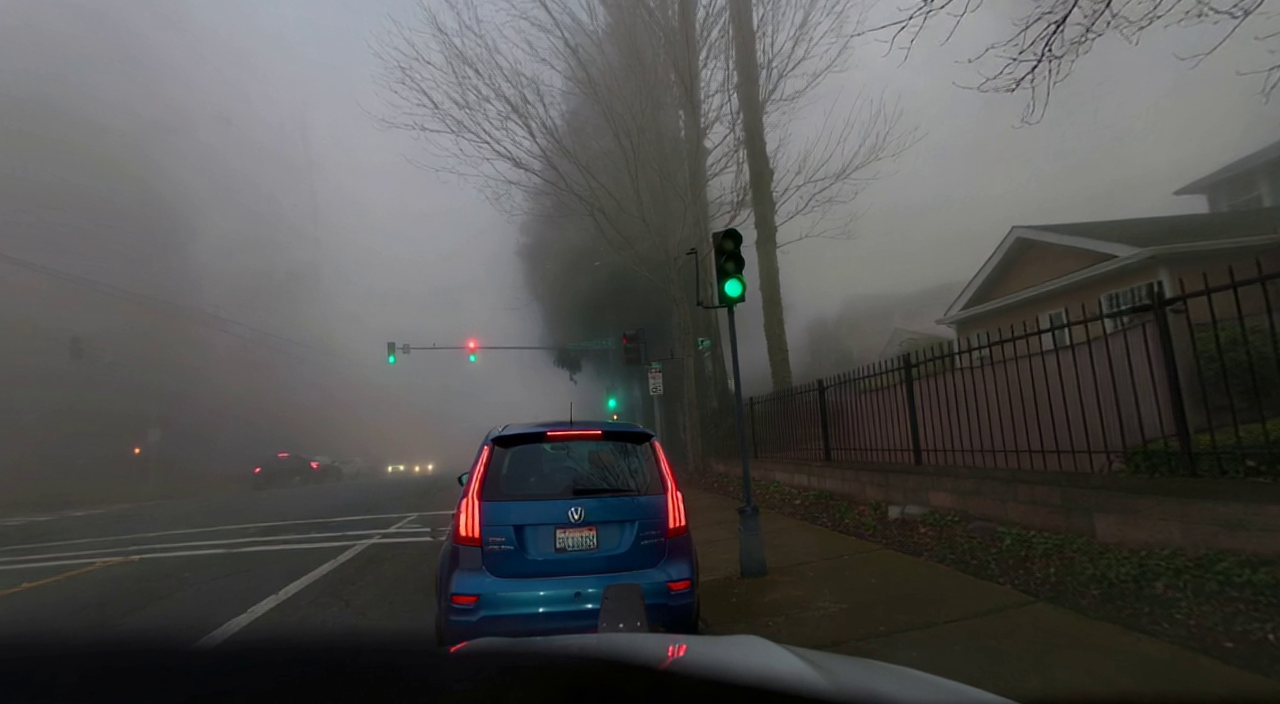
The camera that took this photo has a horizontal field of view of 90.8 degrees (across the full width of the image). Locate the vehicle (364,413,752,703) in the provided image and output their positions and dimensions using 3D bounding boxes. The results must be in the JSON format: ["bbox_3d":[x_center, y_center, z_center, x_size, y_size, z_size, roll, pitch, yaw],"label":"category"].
[{"bbox_3d":[-0.675,1.359,5.228,2.024,1.502,3.702,1,-9,-9],"label":"vehicle"}]
